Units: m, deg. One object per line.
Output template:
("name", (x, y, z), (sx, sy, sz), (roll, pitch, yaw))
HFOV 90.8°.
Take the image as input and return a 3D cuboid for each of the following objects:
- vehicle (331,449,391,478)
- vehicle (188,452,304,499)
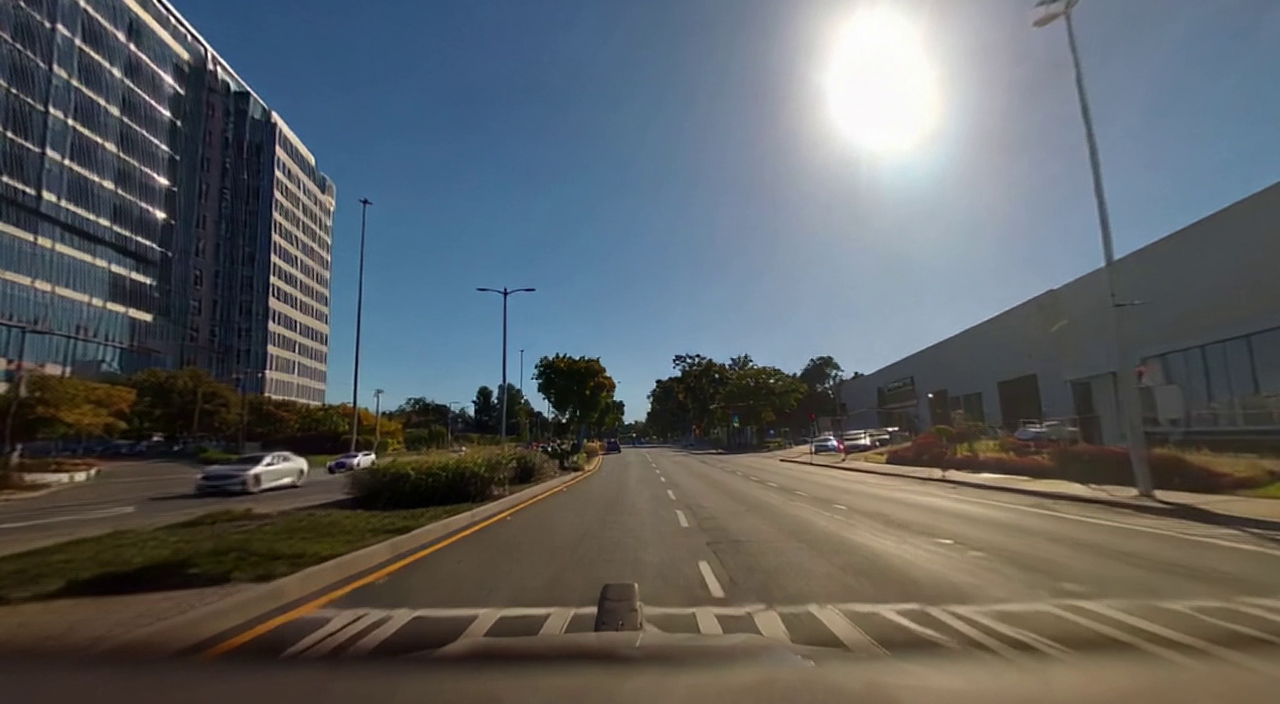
("vehicle", (-18.578, 7.429, 42.324), (1.980, 1.732, 4.498), (-2, -8, 1))
("vehicle", (-15.269, 4.757, 24.783), (1.833, 1.496, 4.157), (-4, -8, 1))
